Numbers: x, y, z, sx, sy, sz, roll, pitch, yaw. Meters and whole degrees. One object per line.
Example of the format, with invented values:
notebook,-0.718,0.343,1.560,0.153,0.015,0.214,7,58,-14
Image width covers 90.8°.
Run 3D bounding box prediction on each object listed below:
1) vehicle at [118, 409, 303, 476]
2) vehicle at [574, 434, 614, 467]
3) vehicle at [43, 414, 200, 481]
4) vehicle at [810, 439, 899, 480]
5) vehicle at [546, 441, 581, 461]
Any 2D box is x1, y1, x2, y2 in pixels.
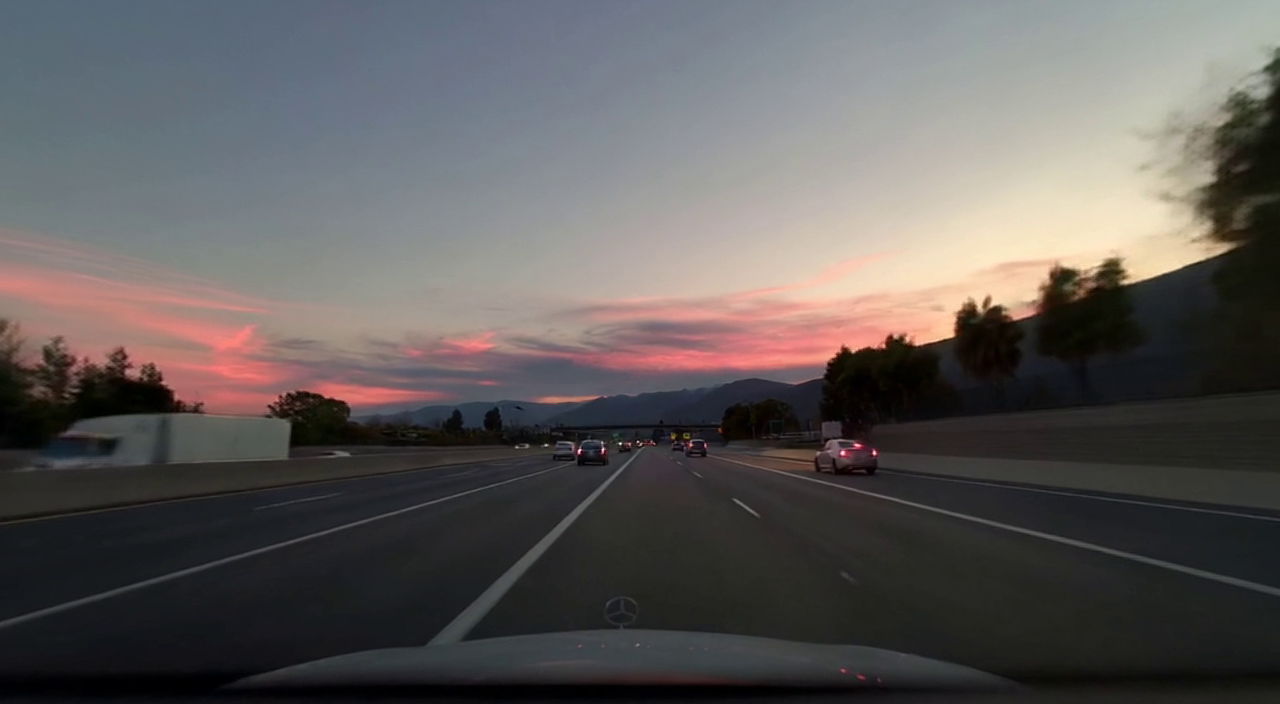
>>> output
vehicle,-30.486,6.687,46.481,2.898,4.106,15.082,0,-8,1
vehicle,-2.612,5.777,37.092,1.893,1.827,4.513,0,-8,1
vehicle,-30.636,5.694,37.833,3.058,3.588,7.217,0,-8,1
vehicle,8.185,4.137,24.595,1.900,1.432,4.519,0,-8,0
vehicle,-5.836,7.647,48.681,2.009,1.462,4.458,0,-8,1
